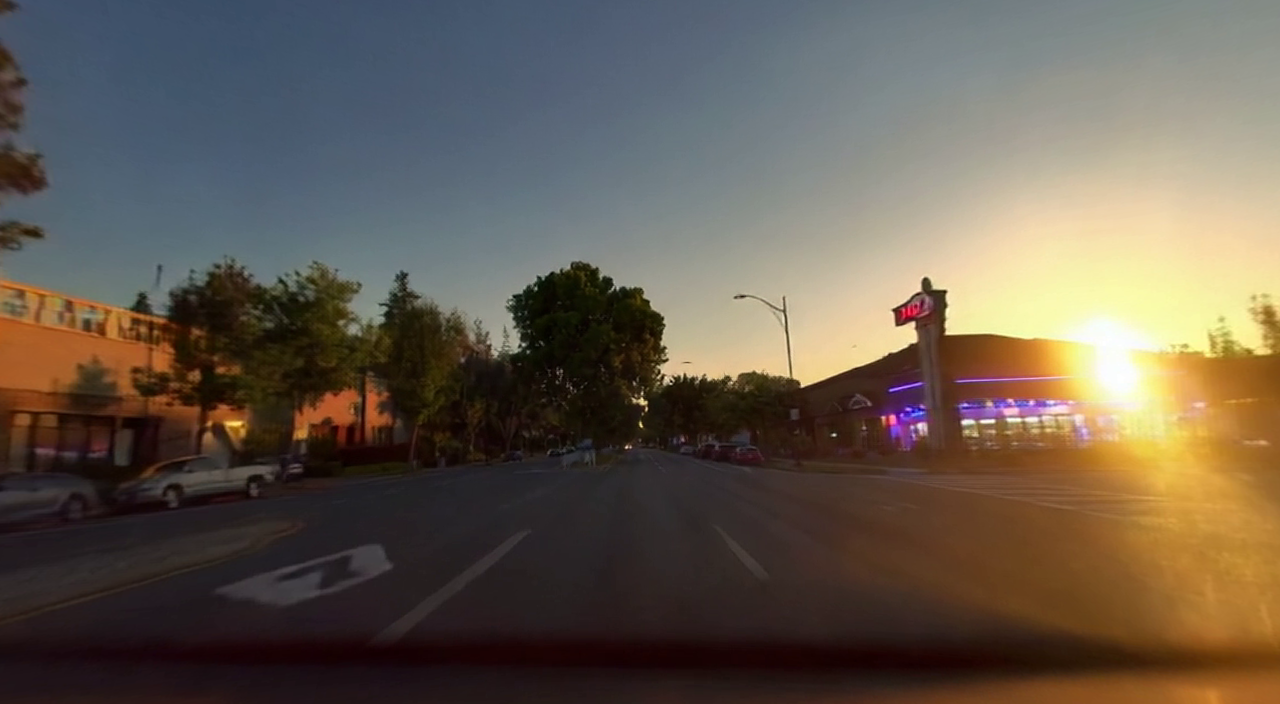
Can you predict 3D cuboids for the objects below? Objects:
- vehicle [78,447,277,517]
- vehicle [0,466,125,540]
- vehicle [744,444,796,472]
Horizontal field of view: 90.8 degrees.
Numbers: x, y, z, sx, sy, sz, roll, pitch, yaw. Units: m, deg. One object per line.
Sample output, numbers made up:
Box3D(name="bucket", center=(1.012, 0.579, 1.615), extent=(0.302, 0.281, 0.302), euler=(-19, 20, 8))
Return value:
Box3D(name="vehicle", center=(-14.724, 4.123, 20.759), extent=(2.164, 1.933, 5.804), euler=(0, -9, 0))
Box3D(name="vehicle", center=(-14.798, 3.447, 14.485), extent=(2.106, 1.479, 4.541), euler=(0, -9, 1))
Box3D(name="vehicle", center=(7.360, 6.061, 36.221), extent=(2.057, 1.478, 4.356), euler=(0, -9, 0))
